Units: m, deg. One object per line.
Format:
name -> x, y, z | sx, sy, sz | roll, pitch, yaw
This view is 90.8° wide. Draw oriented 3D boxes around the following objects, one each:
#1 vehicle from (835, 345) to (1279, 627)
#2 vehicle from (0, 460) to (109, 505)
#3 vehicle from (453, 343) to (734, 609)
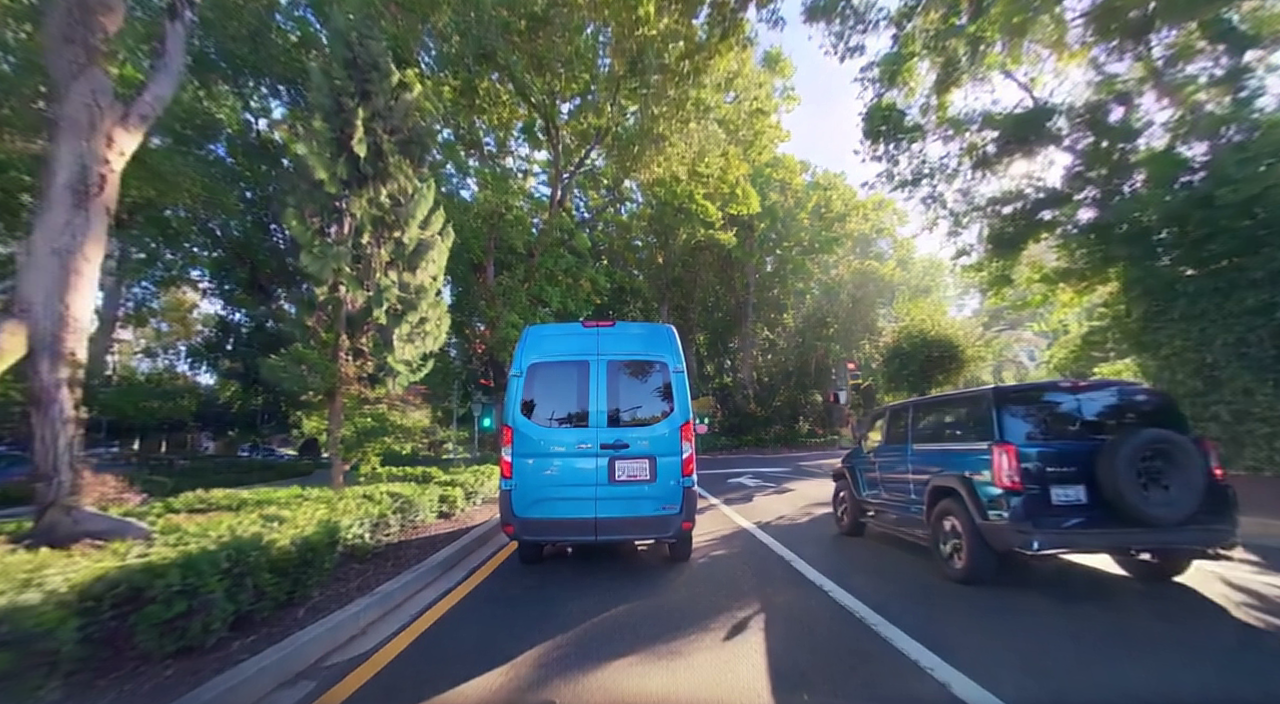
vehicle -> 3.620, 1.172, 6.264 | 1.988, 1.873, 3.968 | 0, -8, -1
vehicle -> -26.100, 5.603, 27.468 | 4.857, 1.729, 2.029 | -2, -9, 14
vehicle -> -0.322, 1.260, 7.092 | 2.145, 2.046, 4.309 | 0, -8, 1
